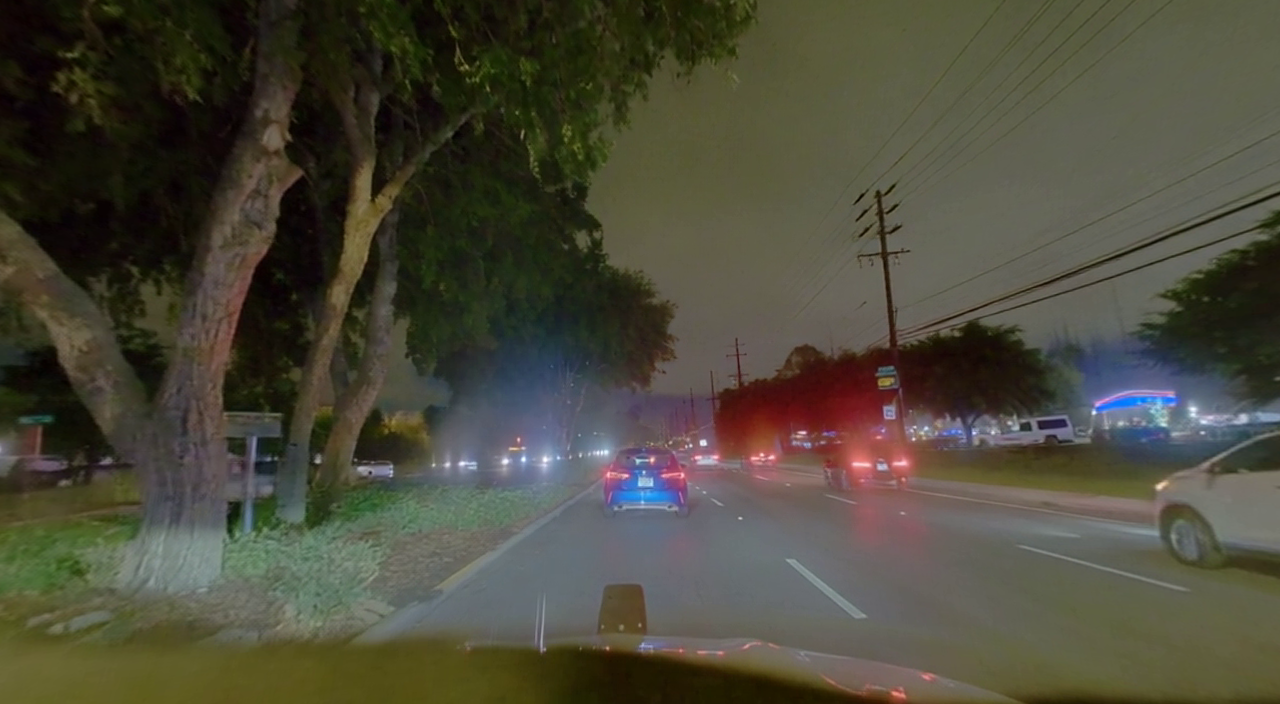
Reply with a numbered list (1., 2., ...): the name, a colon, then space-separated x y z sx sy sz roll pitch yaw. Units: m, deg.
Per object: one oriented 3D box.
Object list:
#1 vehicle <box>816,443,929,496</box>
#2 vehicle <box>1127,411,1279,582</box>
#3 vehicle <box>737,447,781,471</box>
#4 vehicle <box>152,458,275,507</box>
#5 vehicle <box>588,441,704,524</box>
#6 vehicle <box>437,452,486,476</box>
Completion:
1. vehicle: 7.198 3.647 20.073 1.850 1.480 4.474 0 -8 0
2. vehicle: 7.209 1.338 5.709 1.983 1.649 4.557 0 -8 1
3. vehicle: 7.680 6.942 41.132 1.899 1.458 4.499 0 -8 -1
4. vehicle: -15.047 4.573 22.516 1.701 1.494 3.791 0 -8 0
5. vehicle: 0.112 2.663 13.478 2.108 1.479 3.935 0 -8 0
6. vehicle: -12.104 7.633 43.129 1.942 1.481 4.621 0 -8 0
